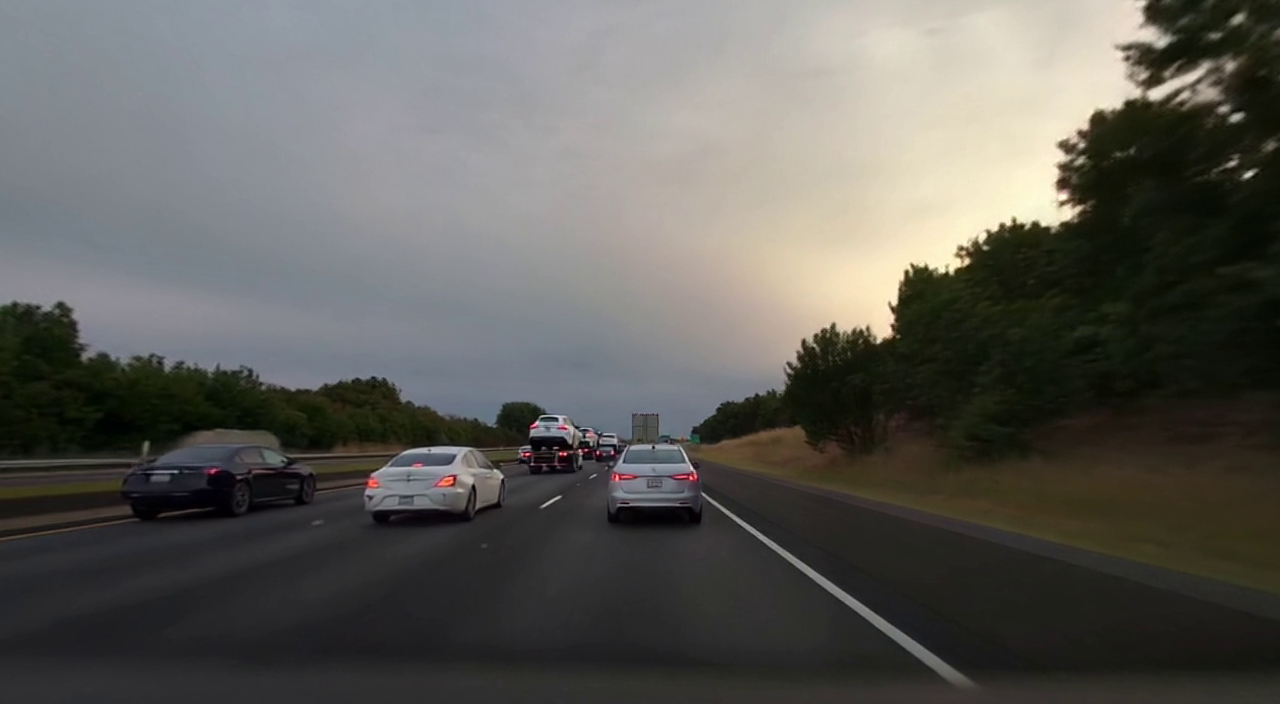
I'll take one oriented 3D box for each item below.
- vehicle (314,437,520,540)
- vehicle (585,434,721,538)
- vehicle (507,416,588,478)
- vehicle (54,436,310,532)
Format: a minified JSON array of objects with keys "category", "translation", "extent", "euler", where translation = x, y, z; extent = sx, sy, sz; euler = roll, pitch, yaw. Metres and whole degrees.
[{"category":"vehicle","translation":[-3.656,2.322,11.402],"extent":[1.947,1.470,4.526],"euler":[0,-9,2]},{"category":"vehicle","translation":[0.203,2.237,11.009],"extent":[1.991,1.507,3.391],"euler":[0,-9,1]},{"category":"vehicle","translation":[-2.564,2.786,18.466],"extent":[2.031,1.594,4.103],"euler":[1,-9,-4]},{"category":"vehicle","translation":[-8.376,2.421,12.102],"extent":[1.888,1.507,3.949],"euler":[0,-9,0]}]
